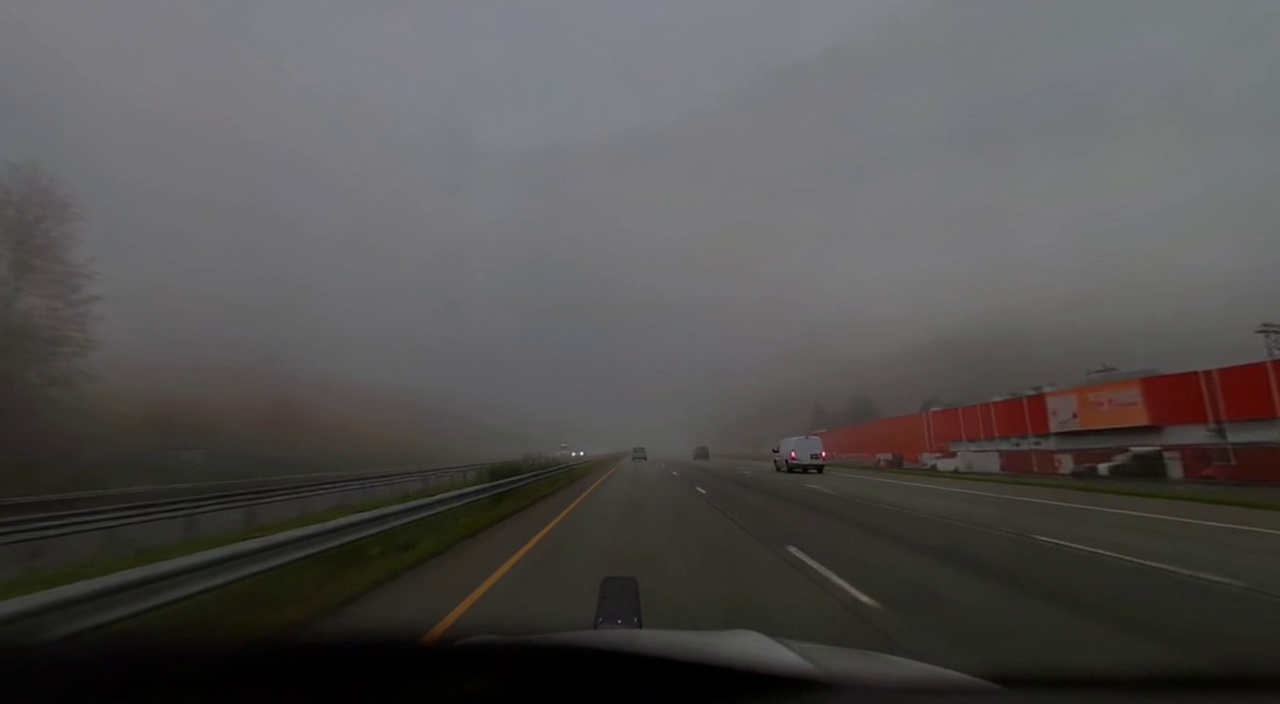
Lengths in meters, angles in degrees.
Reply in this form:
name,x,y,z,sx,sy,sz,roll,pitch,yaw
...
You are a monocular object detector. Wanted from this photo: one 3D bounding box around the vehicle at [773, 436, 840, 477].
name,x,y,z,sx,sy,sz,roll,pitch,yaw
vehicle,8.670,5.500,33.228,2.156,1.943,5.010,0,-9,0
